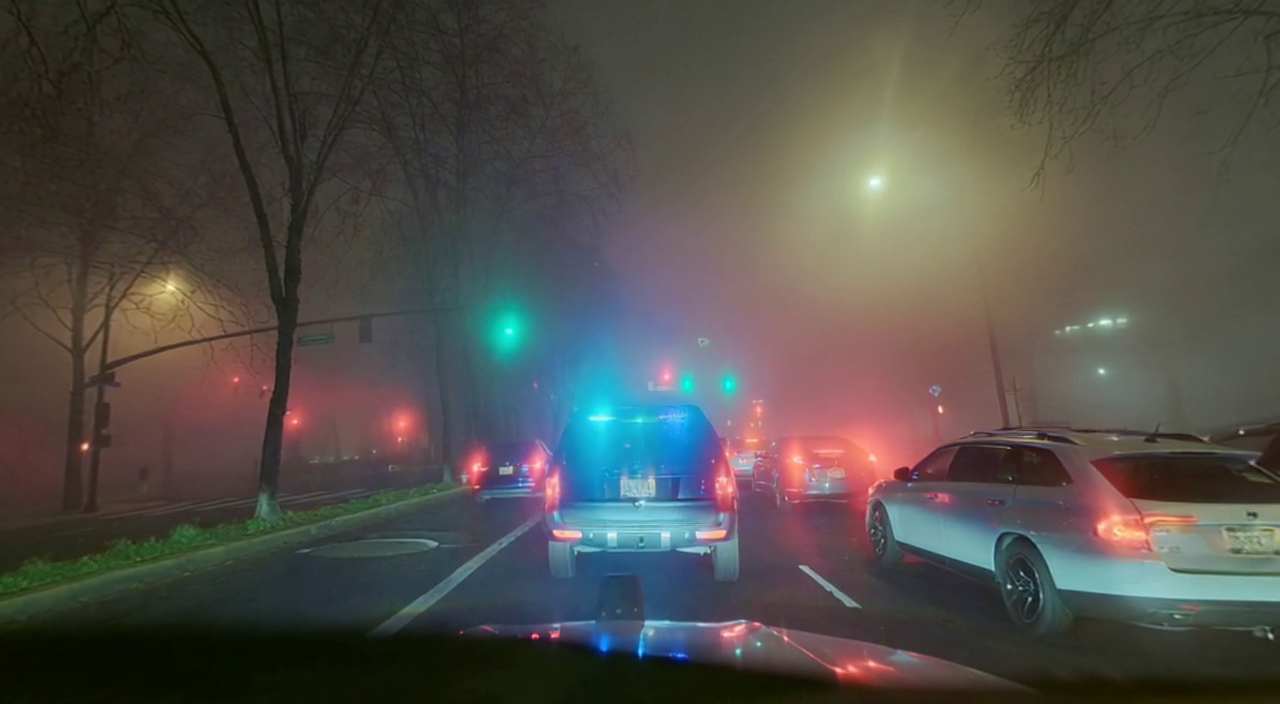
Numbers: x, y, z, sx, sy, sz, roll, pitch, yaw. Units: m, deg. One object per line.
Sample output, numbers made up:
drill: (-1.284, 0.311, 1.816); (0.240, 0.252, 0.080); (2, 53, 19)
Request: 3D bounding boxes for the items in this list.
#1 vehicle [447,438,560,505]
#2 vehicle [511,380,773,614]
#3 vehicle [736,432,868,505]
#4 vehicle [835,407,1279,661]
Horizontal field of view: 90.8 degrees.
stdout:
vehicle: (-3.316, 2.984, 16.212); (1.913, 1.464, 4.276); (0, -8, 0)
vehicle: (-0.032, 1.461, 7.273); (2.038, 1.819, 4.505); (0, -8, -1)
vehicle: (3.634, 2.700, 15.058); (1.940, 1.474, 4.234); (0, -8, -1)
vehicle: (3.640, 1.411, 6.081); (1.995, 1.483, 4.533); (0, -8, -1)
